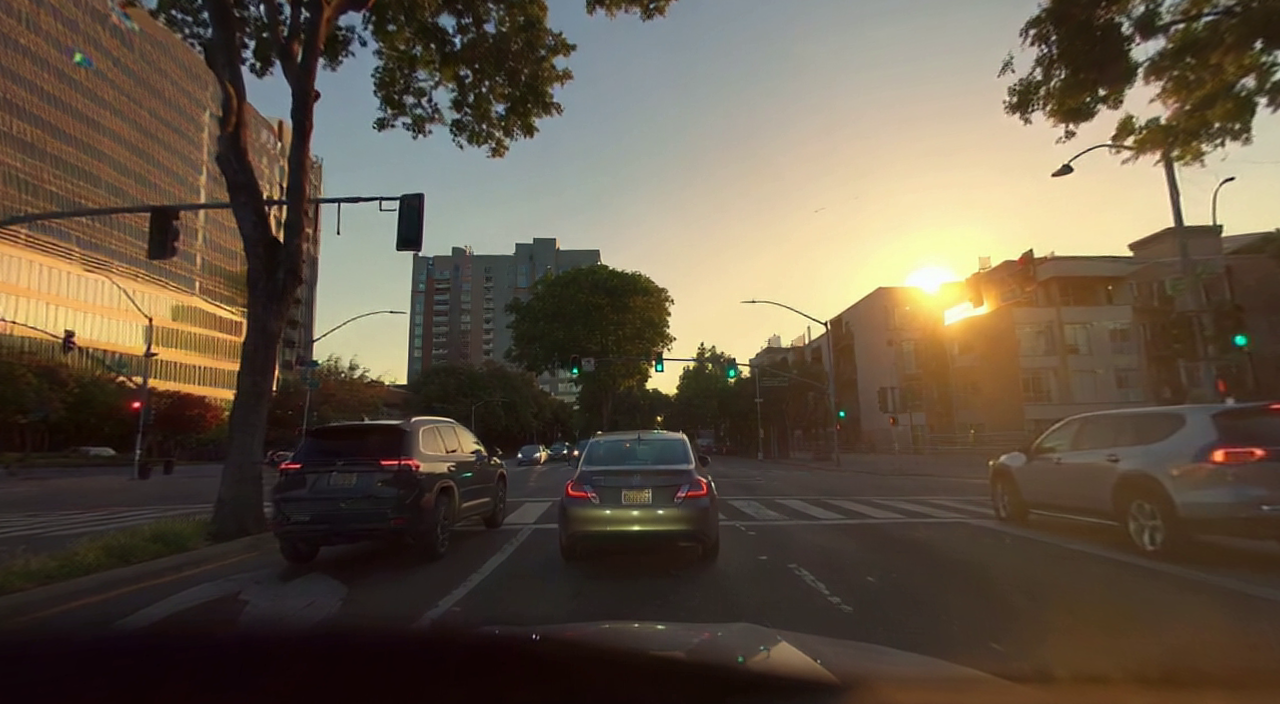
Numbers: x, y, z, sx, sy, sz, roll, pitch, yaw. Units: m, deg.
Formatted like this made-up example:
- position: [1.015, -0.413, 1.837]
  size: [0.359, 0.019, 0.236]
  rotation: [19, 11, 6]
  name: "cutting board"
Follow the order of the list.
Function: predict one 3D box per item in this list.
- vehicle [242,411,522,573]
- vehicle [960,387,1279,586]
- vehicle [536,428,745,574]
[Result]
- position: [-3.184, 1.825, 9.036]
  size: [2.081, 1.719, 4.434]
  rotation: [0, -8, 0]
  name: "vehicle"
- position: [6.750, 1.631, 8.537]
  size: [2.079, 1.828, 5.323]
  rotation: [0, -8, 0]
  name: "vehicle"
- position: [0.019, 1.855, 8.628]
  size: [2.190, 1.522, 3.850]
  rotation: [0, -8, 0]
  name: "vehicle"
